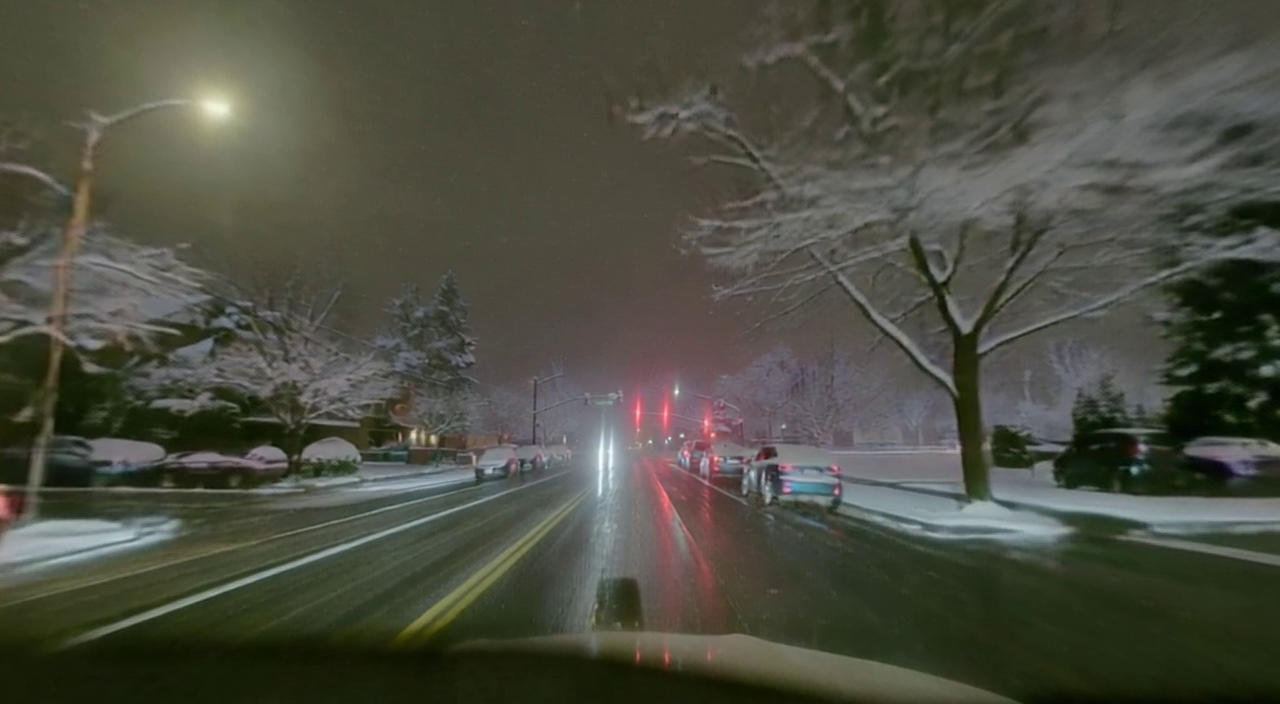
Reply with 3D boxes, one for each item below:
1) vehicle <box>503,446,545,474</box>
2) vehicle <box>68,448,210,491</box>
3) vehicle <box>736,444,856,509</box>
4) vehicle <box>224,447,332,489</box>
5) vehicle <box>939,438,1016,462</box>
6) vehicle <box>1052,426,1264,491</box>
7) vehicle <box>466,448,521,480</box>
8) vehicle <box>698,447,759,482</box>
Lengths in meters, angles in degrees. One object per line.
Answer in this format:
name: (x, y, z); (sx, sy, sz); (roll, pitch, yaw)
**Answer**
vehicle: (-7.603, 7.084, 41.647); (1.994, 1.718, 4.518); (0, -9, -1)
vehicle: (-20.129, 4.747, 25.627); (1.880, 1.510, 4.758); (-2, -10, 0)
vehicle: (3.962, 3.238, 16.941); (2.005, 1.466, 4.767); (0, -9, 0)
vehicle: (-14.252, 4.545, 25.052); (1.921, 1.518, 3.799); (0, -9, 2)
vehicle: (25.511, 7.437, 47.633); (4.572, 1.771, 2.081); (0, -9, 1)
vehicle: (12.725, 2.623, 15.634); (3.731, 1.491, 1.678); (0, -9, -1)
vehicle: (-7.619, 5.857, 33.083); (1.976, 1.554, 3.654); (0, -9, 1)
vehicle: (3.856, 4.982, 28.182); (2.036, 1.405, 4.312); (0, -9, -1)
